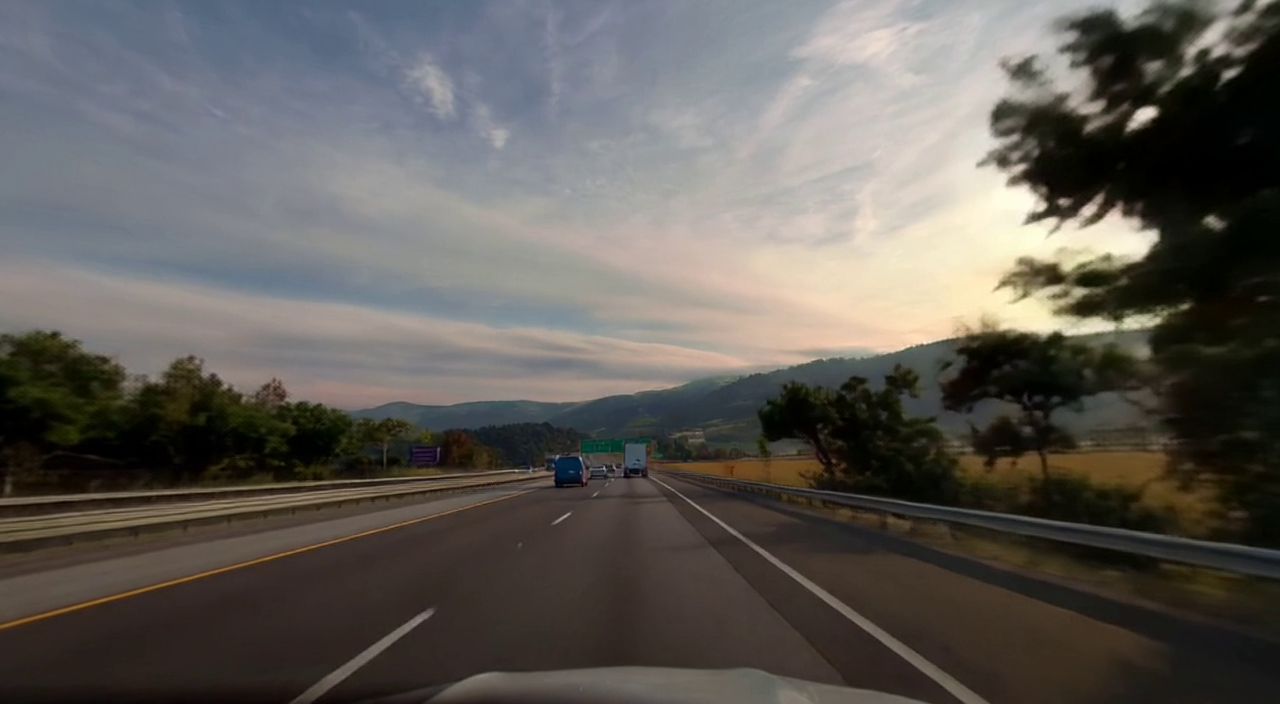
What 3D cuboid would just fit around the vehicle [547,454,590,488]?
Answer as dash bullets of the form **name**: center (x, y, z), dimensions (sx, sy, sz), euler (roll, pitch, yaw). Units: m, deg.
- **vehicle**: center (-4.446, 7.543, 40.072), dimensions (2.208, 1.973, 4.716), euler (1, -10, 0)
